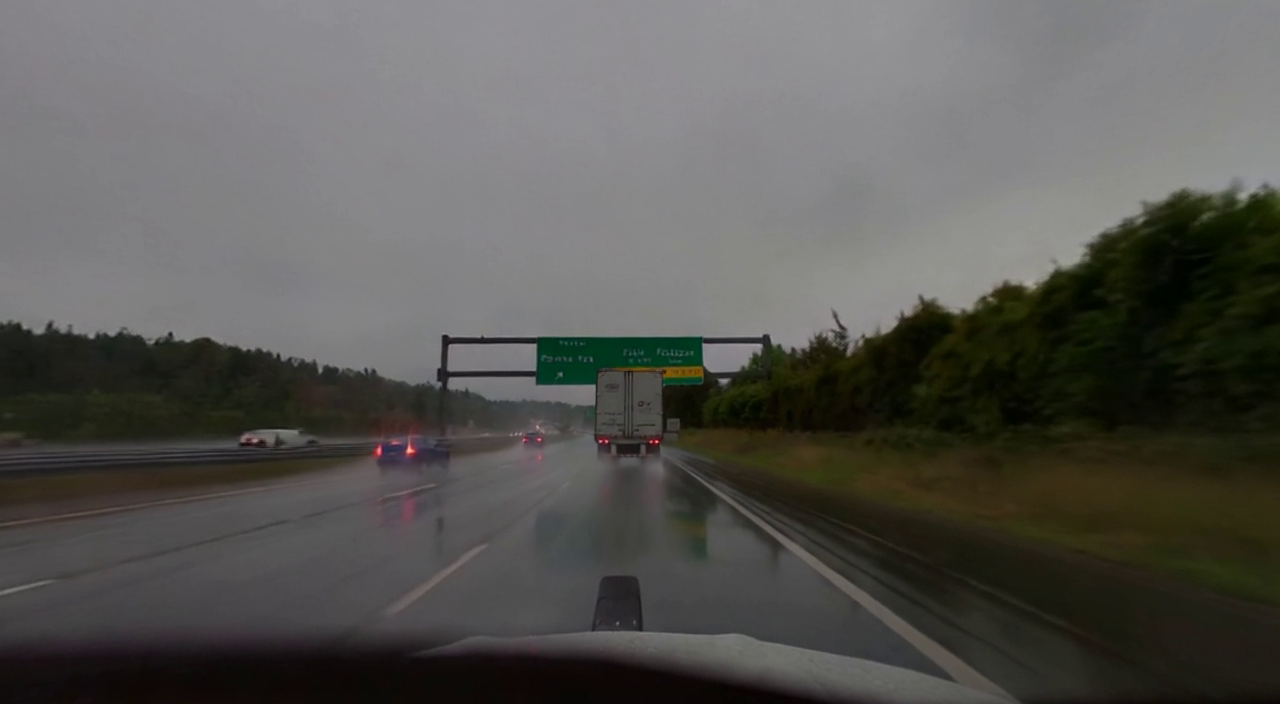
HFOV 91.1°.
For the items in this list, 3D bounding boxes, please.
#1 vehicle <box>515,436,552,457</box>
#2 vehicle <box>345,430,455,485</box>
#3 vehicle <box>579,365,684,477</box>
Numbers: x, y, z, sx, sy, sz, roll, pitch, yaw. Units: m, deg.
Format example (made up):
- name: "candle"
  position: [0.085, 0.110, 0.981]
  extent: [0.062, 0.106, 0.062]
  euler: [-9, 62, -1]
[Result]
- name: "vehicle"
  position: [-7.807, 6.925, 46.289]
  extent: [1.949, 1.437, 4.296]
  euler: [0, -8, 0]
- name: "vehicle"
  position: [-7.118, 3.145, 19.054]
  extent: [1.856, 1.479, 3.710]
  euler: [0, -8, 0]
- name: "vehicle"
  position: [-0.344, 3.034, 26.210]
  extent: [3.033, 3.223, 14.836]
  euler: [2, -8, -1]
